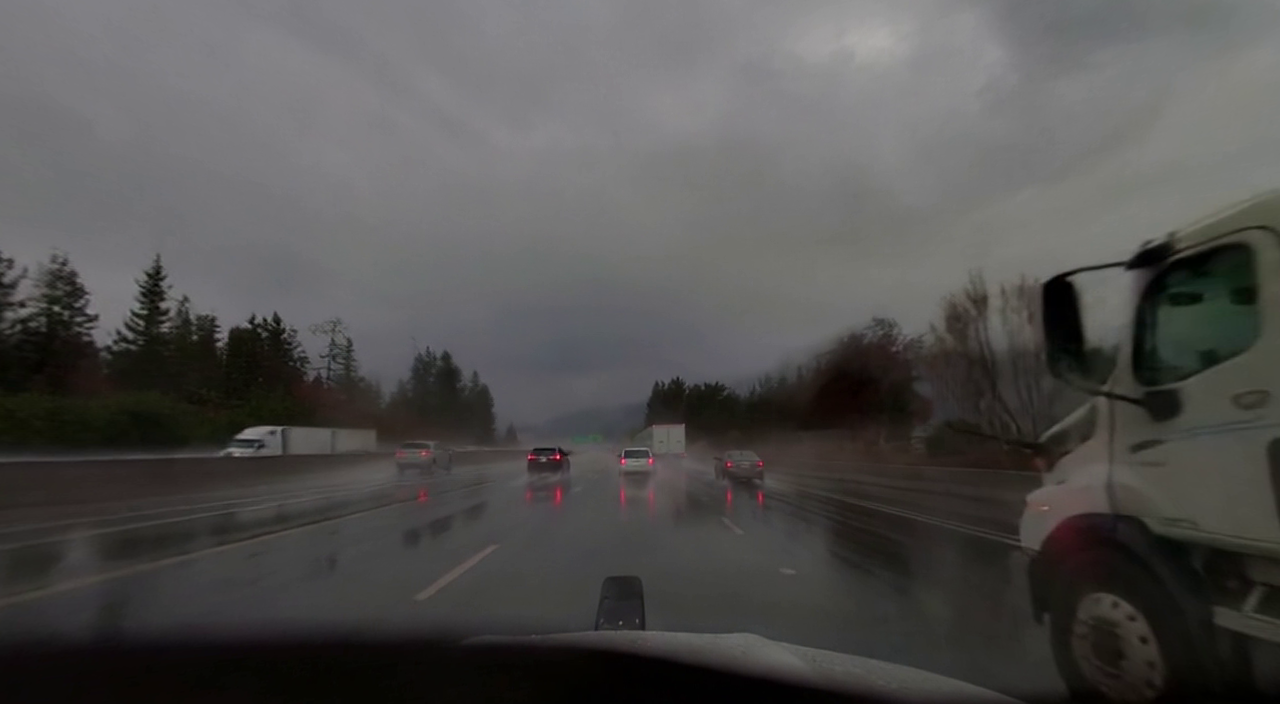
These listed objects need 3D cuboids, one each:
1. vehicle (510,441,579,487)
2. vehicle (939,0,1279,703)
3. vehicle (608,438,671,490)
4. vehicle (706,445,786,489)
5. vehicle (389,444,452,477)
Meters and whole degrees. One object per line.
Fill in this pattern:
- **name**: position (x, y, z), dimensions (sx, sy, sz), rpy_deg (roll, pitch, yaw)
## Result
- **vehicle**: position (-3.765, 4.520, 25.838), dimensions (1.988, 1.696, 4.754), rpy_deg (0, -9, 1)
- **vehicle**: position (3.766, -0.325, 0.177), dimensions (2.836, 3.508, 8.723), rpy_deg (0, -9, -1)
- **vehicle**: position (-0.001, 4.103, 23.403), dimensions (2.103, 1.717, 4.399), rpy_deg (0, -9, 0)
- **vehicle**: position (3.886, 4.309, 24.081), dimensions (2.146, 1.482, 4.665), rpy_deg (0, -9, -1)
- **vehicle**: position (-12.718, 6.288, 36.841), dimensions (1.946, 1.773, 4.446), rpy_deg (0, -9, 2)
